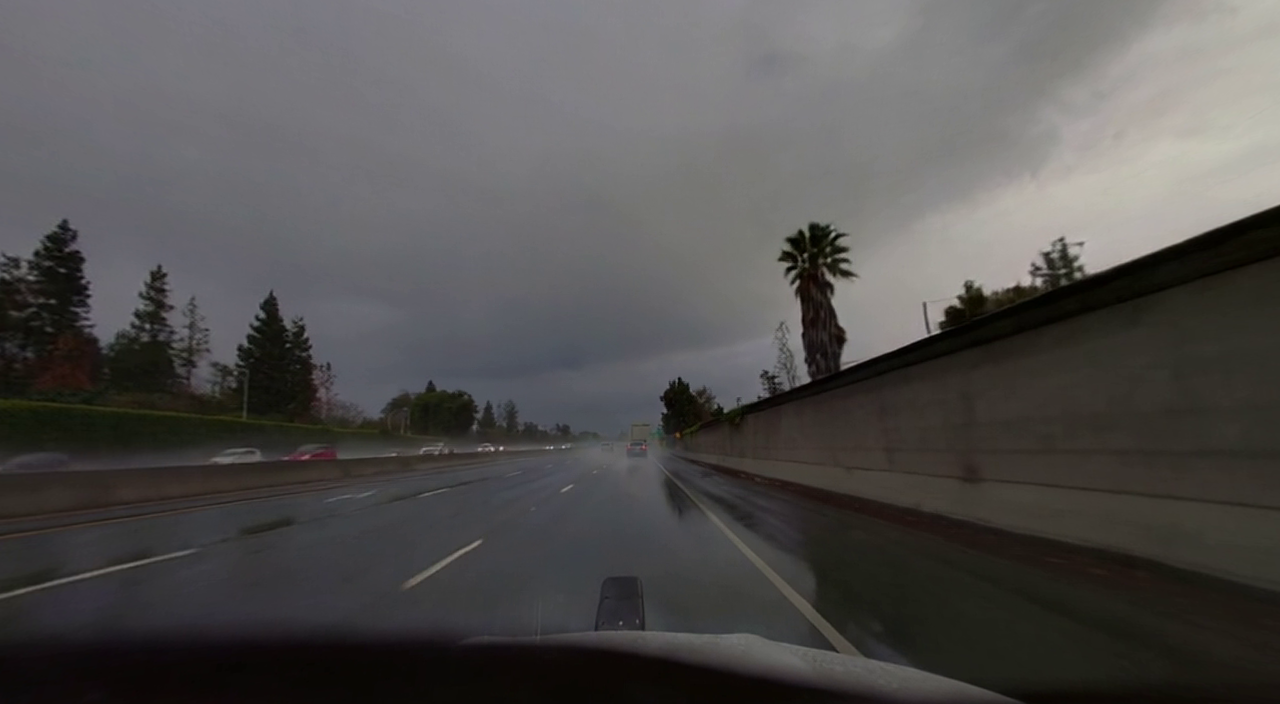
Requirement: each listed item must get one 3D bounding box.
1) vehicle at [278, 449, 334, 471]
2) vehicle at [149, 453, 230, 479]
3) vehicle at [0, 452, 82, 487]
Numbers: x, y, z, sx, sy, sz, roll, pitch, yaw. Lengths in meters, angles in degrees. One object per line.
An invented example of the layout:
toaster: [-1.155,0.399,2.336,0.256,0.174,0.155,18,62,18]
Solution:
vehicle: [-26.160,8.460,49.507,1.899,1.662,4.476,0,-9,1]
vehicle: [-30.002,7.581,42.130,1.952,1.600,4.623,0,-9,0]
vehicle: [-33.930,6.417,34.770,1.972,1.772,4.648,0,-9,0]
